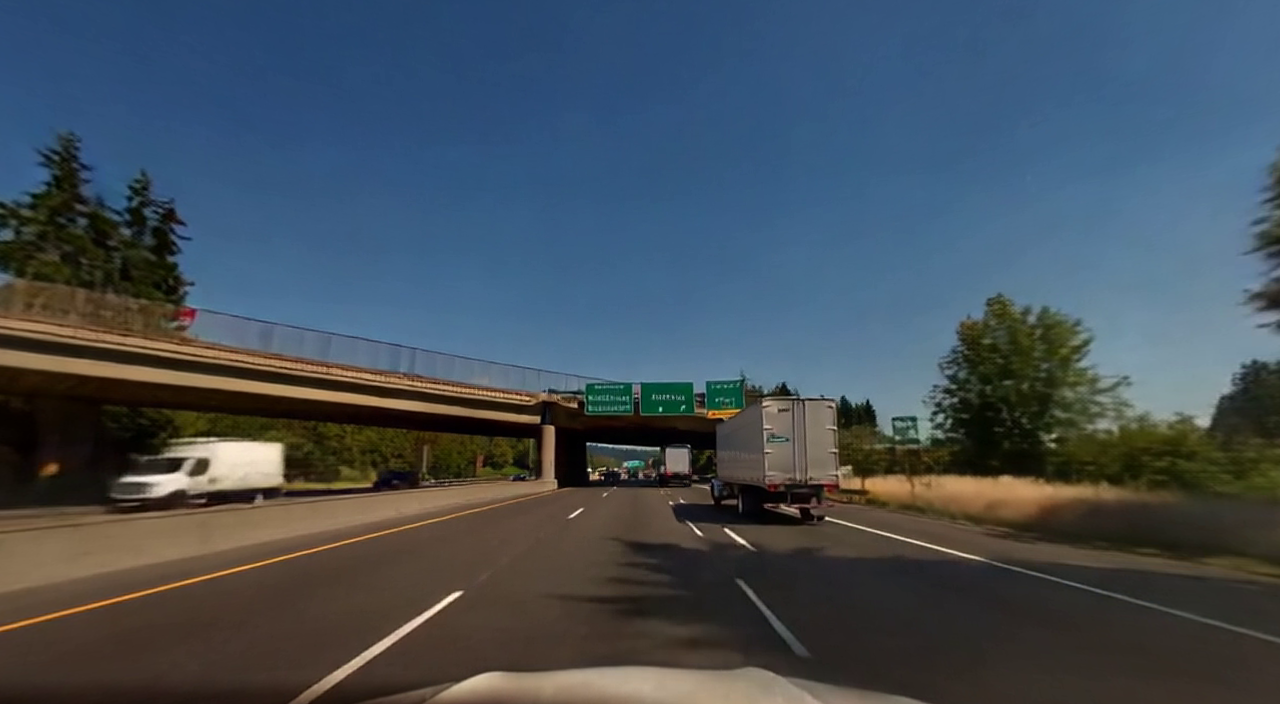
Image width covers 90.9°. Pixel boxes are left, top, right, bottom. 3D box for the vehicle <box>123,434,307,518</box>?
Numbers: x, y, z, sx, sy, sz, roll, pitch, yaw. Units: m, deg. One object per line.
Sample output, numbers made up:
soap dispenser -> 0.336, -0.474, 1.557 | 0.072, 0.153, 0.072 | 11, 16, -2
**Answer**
vehicle -> -15.701, 4.684, 24.041 | 2.236, 2.675, 6.724 | 1, -10, 0
